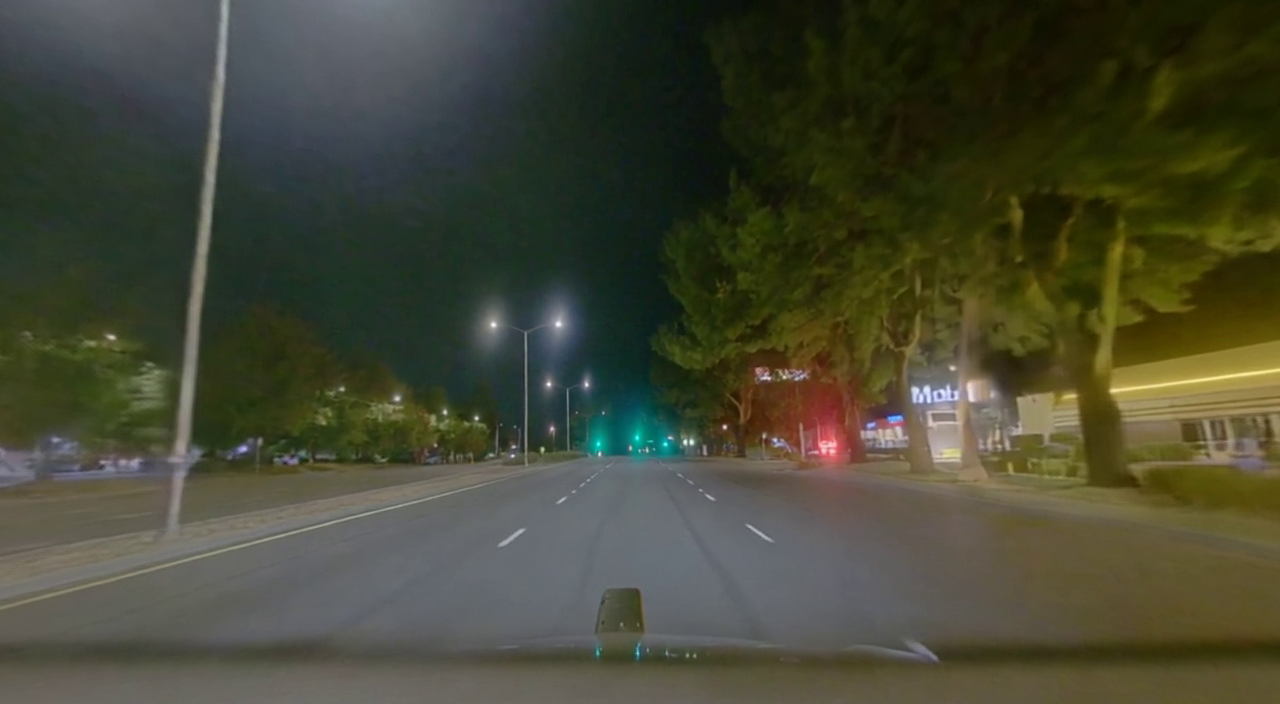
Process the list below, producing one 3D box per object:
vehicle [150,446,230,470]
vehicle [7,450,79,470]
[{"bbox_3d":[-33.436,7.883,47.030,4.359,1.667,1.914,0,-8,-1],"label":"vehicle"},{"bbox_3d":[-46.181,8.333,48.857,4.434,1.457,1.939,-3,-9,17],"label":"vehicle"}]
